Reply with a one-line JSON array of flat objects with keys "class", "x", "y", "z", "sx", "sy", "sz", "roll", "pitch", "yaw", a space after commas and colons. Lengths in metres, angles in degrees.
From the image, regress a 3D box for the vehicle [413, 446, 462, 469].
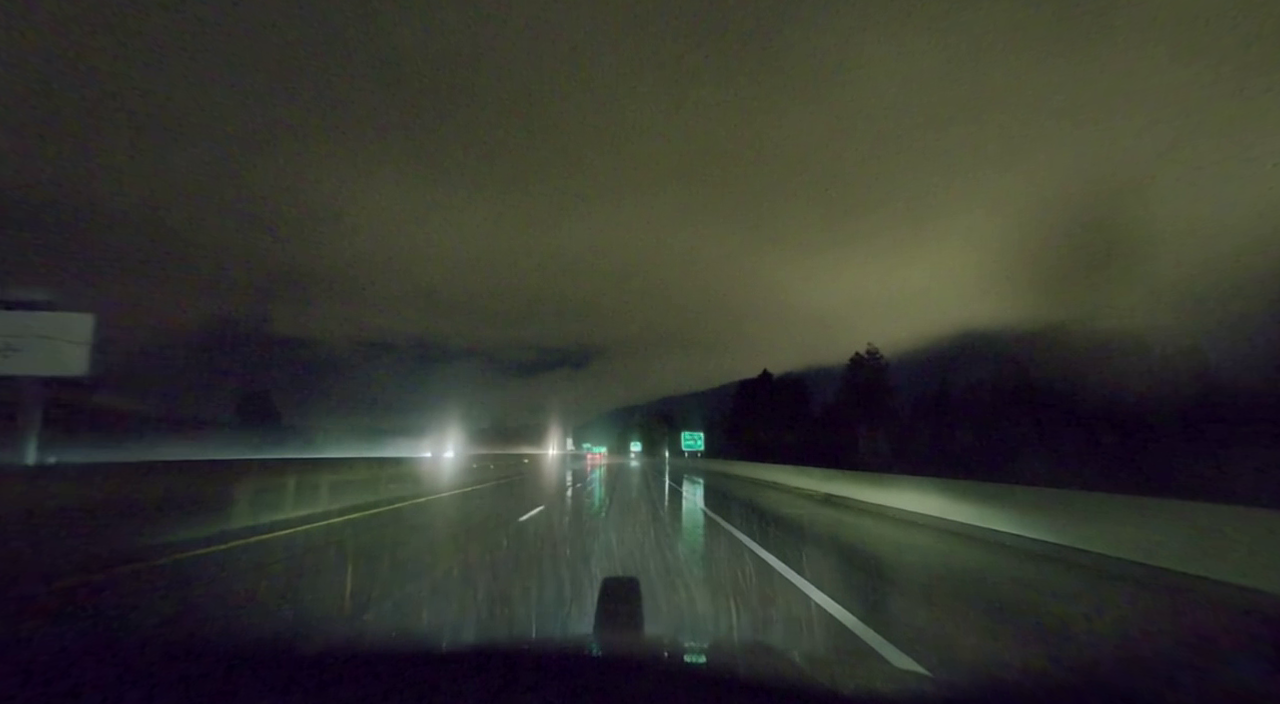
[{"class": "vehicle", "x": -14.515, "y": 7.569, "z": 45.322, "sx": 1.944, "sy": 1.508, "sz": 4.797, "roll": 0, "pitch": -9, "yaw": -1}]
